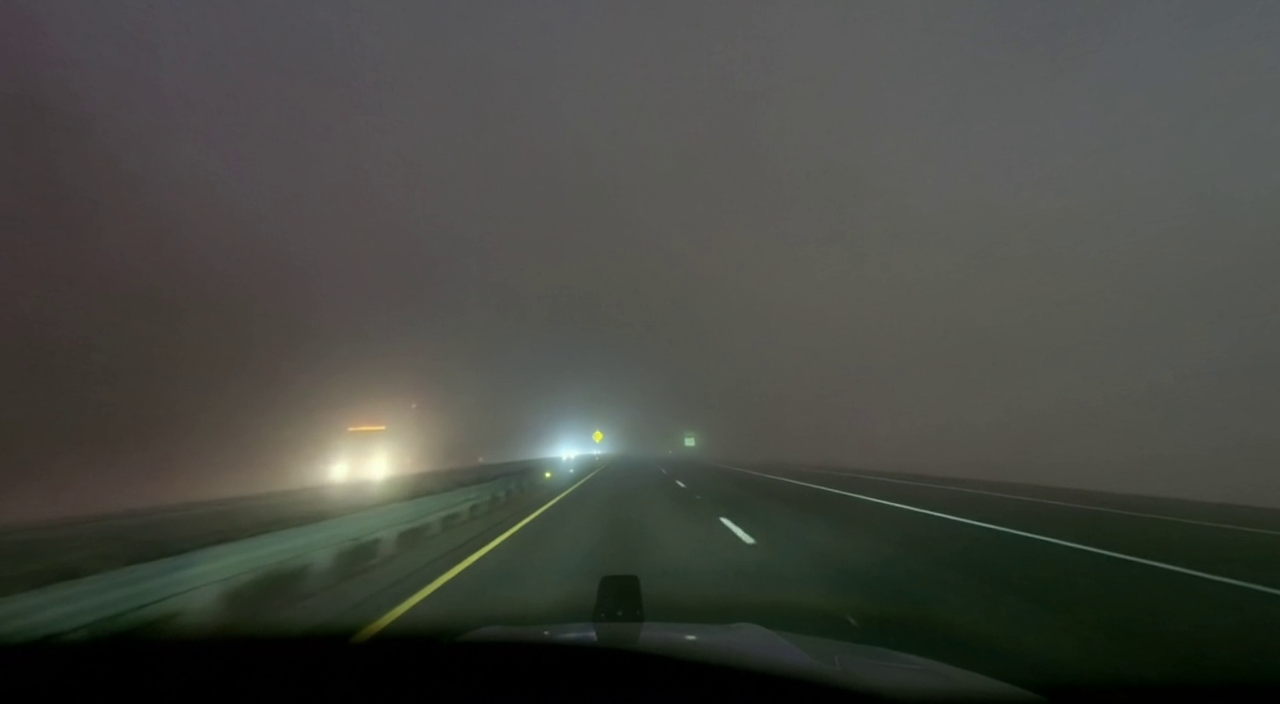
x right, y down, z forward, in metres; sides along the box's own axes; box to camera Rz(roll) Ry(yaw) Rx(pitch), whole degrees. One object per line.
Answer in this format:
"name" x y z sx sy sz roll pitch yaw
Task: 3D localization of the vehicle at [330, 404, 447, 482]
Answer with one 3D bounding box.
"vehicle" -14.491 5.462 37.443 2.940 3.967 9.843 0 -9 -1
